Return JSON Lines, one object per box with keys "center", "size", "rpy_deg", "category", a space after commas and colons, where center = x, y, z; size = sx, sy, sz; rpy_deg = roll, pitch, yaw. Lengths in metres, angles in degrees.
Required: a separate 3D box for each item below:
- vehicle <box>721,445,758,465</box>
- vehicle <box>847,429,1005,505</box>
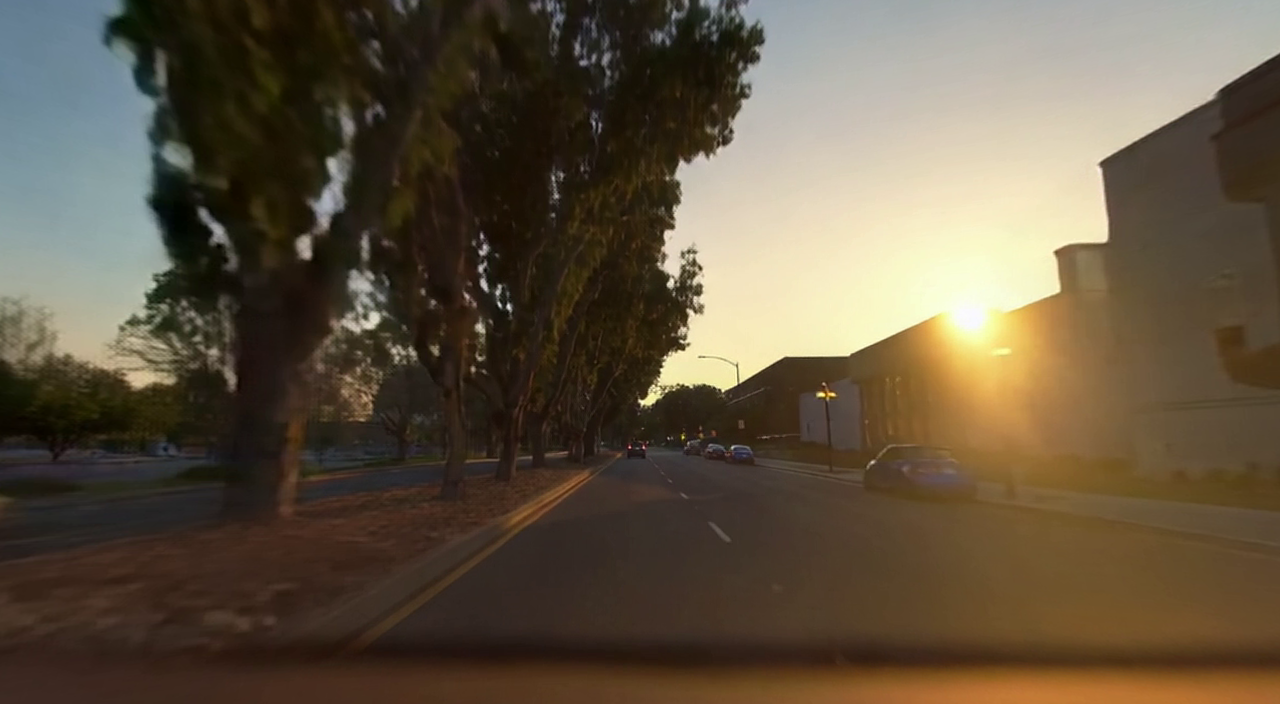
{"center": [7.515, 7.865, 48.291], "size": [1.991, 1.446, 4.685], "rpy_deg": [0, -8, -1], "category": "vehicle"}
{"center": [7.858, 3.198, 18.008], "size": [2.167, 1.848, 4.713], "rpy_deg": [0, -8, -1], "category": "vehicle"}
